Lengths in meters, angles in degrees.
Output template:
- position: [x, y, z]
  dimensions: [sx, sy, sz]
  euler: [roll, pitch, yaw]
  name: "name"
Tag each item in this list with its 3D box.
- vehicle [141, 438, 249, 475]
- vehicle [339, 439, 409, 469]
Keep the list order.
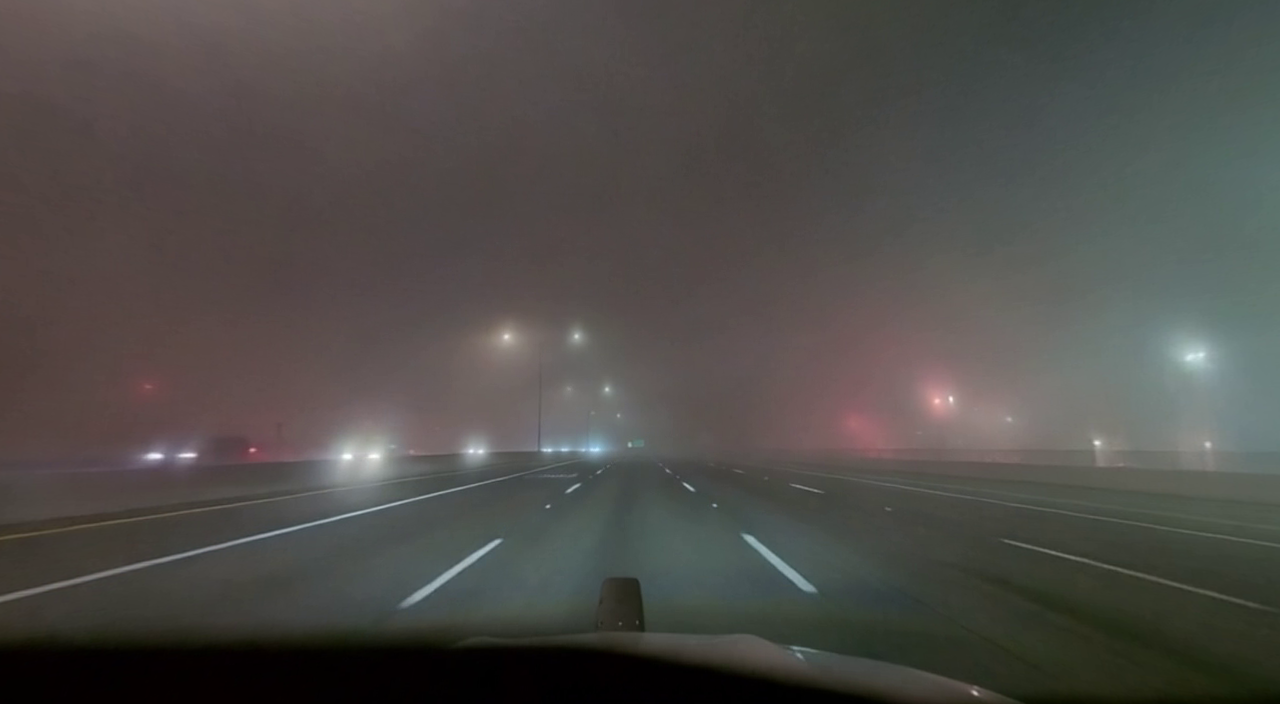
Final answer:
- position: [-24.742, 5.855, 35.334]
  dimensions: [2.206, 1.882, 5.203]
  euler: [0, -9, 1]
  name: "vehicle"
- position: [-17.510, 6.769, 41.849]
  dimensions: [2.251, 1.813, 5.265]
  euler: [-1, -9, 1]
  name: "vehicle"
